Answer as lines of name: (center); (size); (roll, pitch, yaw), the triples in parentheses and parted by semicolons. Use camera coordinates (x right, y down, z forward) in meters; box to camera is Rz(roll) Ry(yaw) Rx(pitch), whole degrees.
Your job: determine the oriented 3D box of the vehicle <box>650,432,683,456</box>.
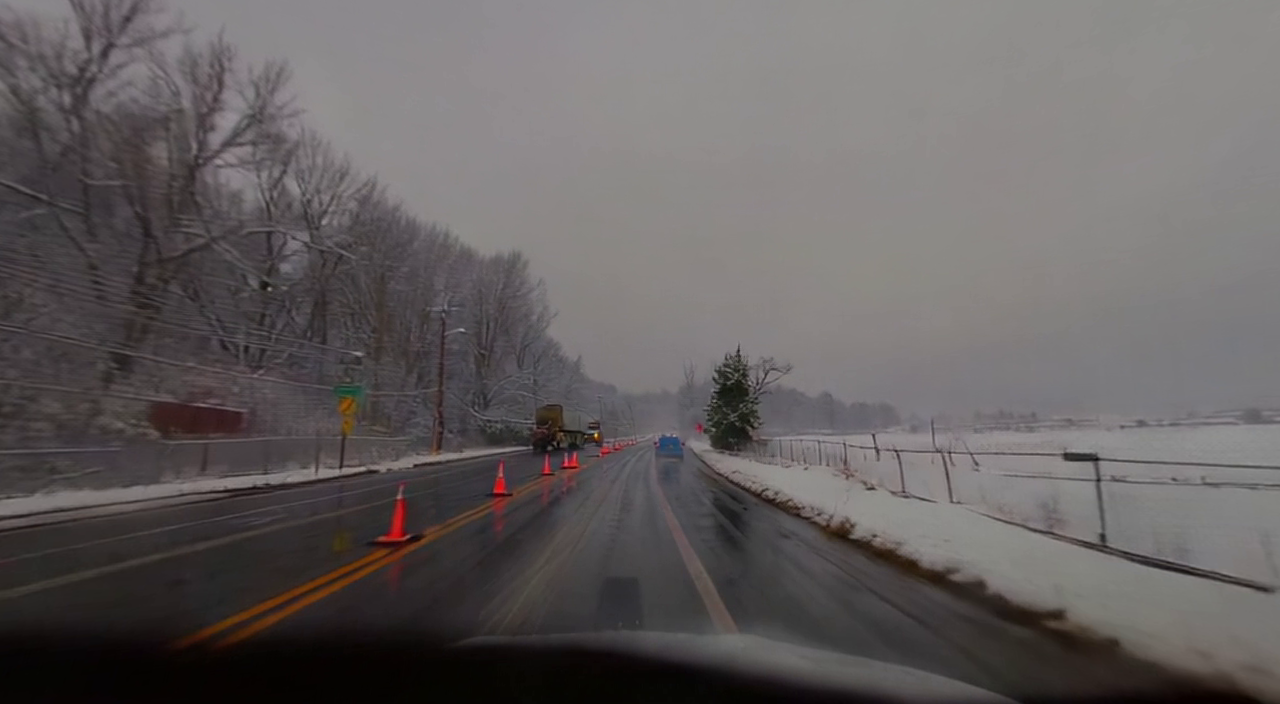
vehicle: (1.785, 6.226, 42.665); (2.172, 1.486, 3.581); (0, -9, 2)
